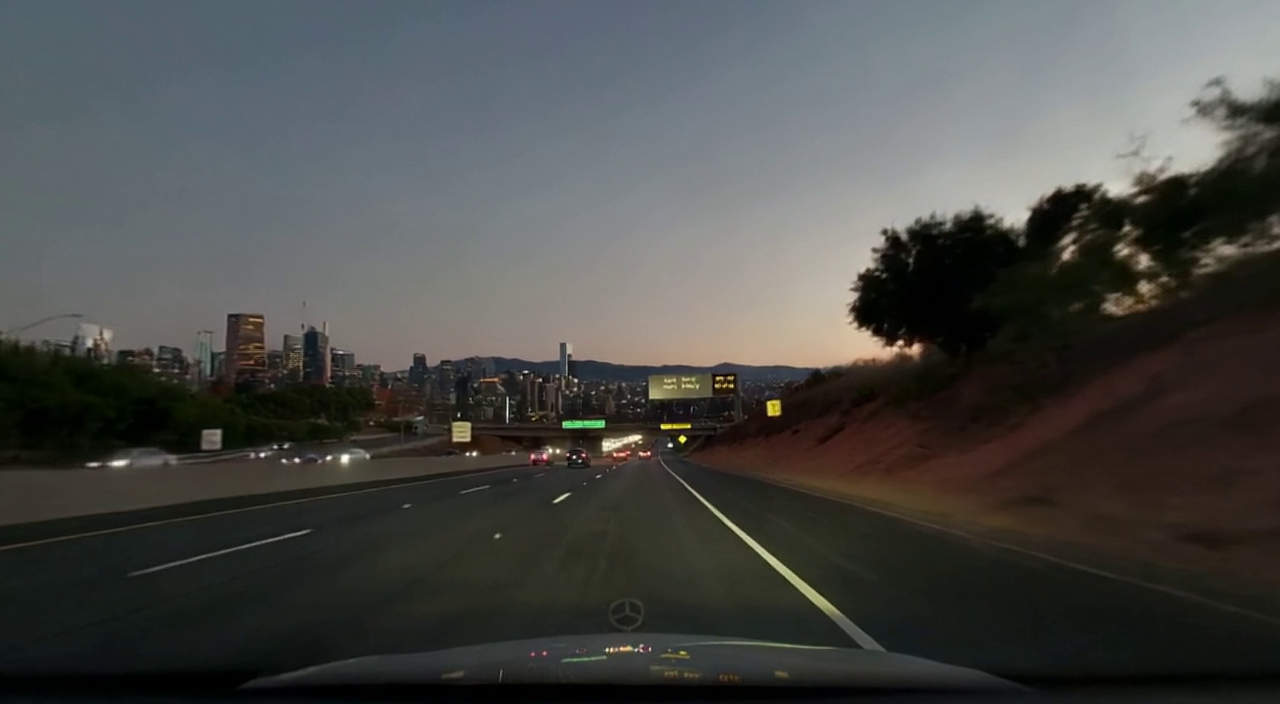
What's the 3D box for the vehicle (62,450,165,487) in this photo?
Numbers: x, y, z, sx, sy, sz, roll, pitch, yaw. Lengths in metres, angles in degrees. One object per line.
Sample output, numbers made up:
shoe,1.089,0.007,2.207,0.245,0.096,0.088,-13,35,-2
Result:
vehicle,-20.915,4.615,25.210,1.447,1.320,3.188,0,-8,-2
